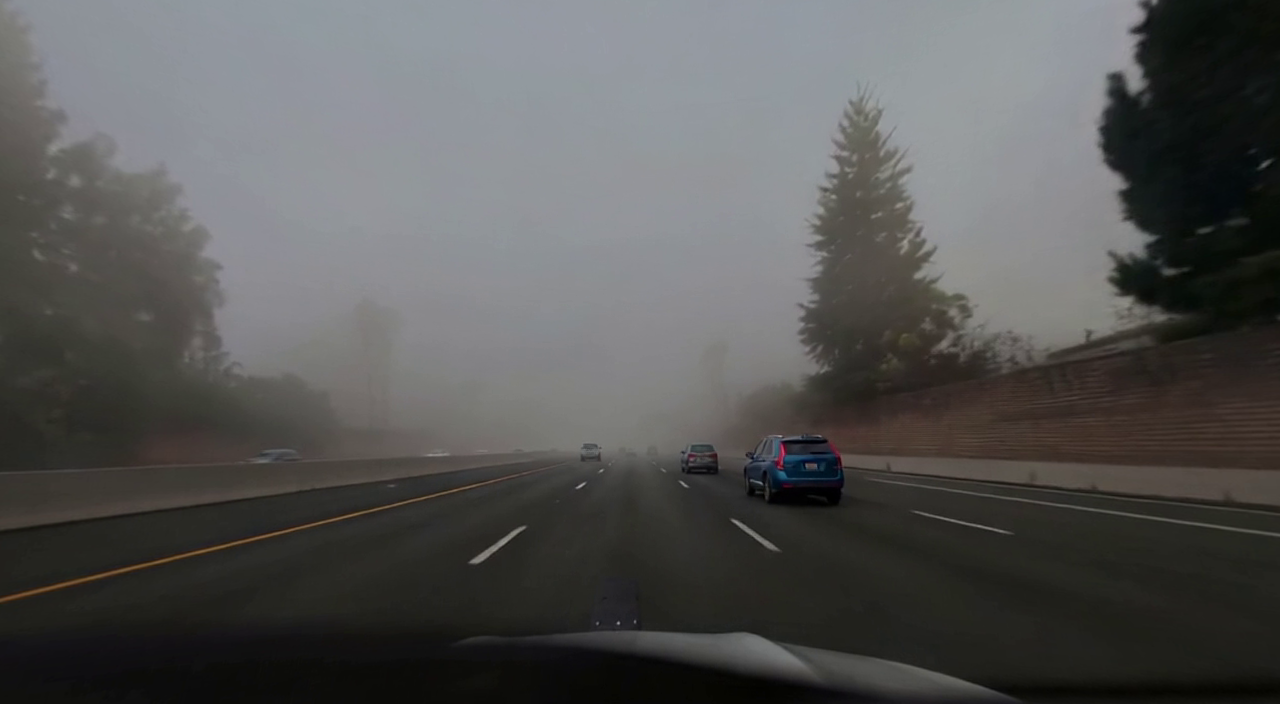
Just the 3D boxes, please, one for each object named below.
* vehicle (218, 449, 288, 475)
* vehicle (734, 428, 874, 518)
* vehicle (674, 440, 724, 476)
[{"bbox_3d":[-26.864,7.635,44.091,1.977,1.668,4.613,0,-9,0],"label":"vehicle"},{"bbox_3d":[3.431,2.615,14.165,1.910,1.696,4.187,0,-9,-1],"label":"vehicle"},{"bbox_3d":[3.002,5.480,32.915,2.045,1.688,4.313,0,-9,-2],"label":"vehicle"}]
